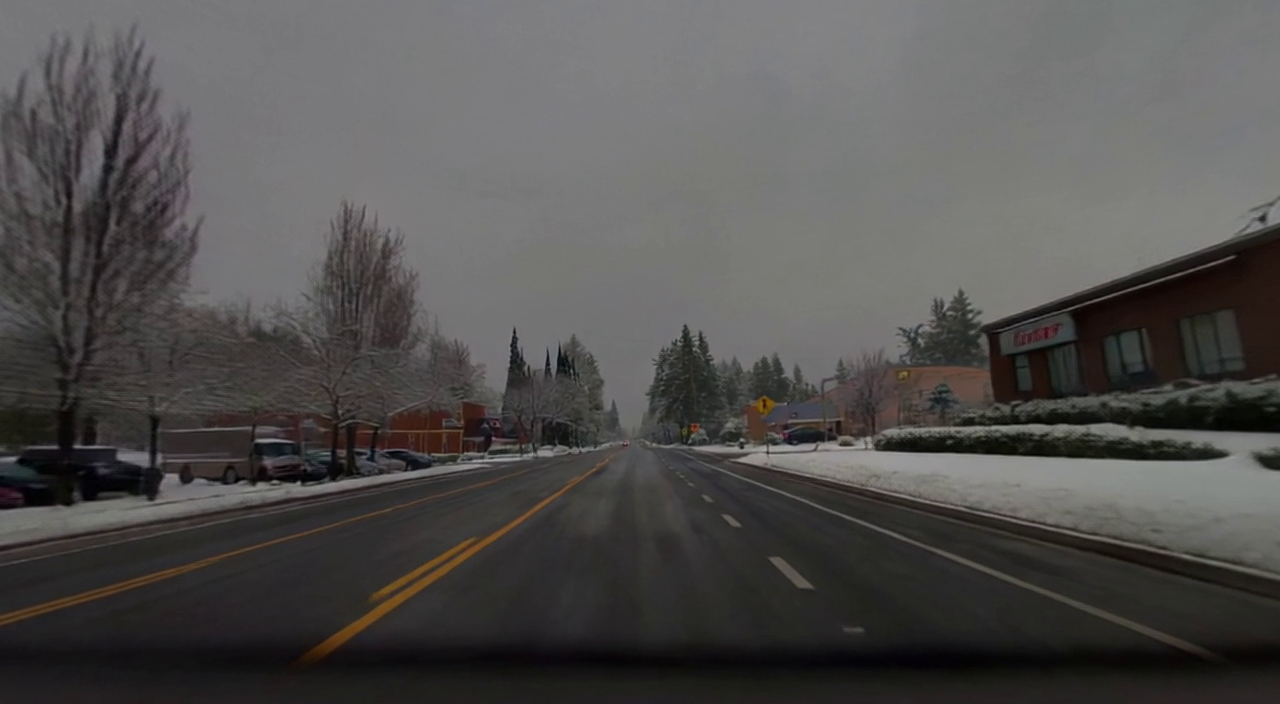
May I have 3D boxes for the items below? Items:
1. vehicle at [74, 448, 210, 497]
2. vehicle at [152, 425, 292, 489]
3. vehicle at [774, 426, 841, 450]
[{"bbox_3d":[-19.118,4.547,24.246,4.686,1.716,2.017,-4,-9,24],"label":"vehicle"},{"bbox_3d":[-19.425,4.844,29.353,5.971,2.749,2.293,-4,-9,23],"label":"vehicle"},{"bbox_3d":[12.985,6.705,49.016,4.632,1.701,1.975,-5,-10,28],"label":"vehicle"}]
